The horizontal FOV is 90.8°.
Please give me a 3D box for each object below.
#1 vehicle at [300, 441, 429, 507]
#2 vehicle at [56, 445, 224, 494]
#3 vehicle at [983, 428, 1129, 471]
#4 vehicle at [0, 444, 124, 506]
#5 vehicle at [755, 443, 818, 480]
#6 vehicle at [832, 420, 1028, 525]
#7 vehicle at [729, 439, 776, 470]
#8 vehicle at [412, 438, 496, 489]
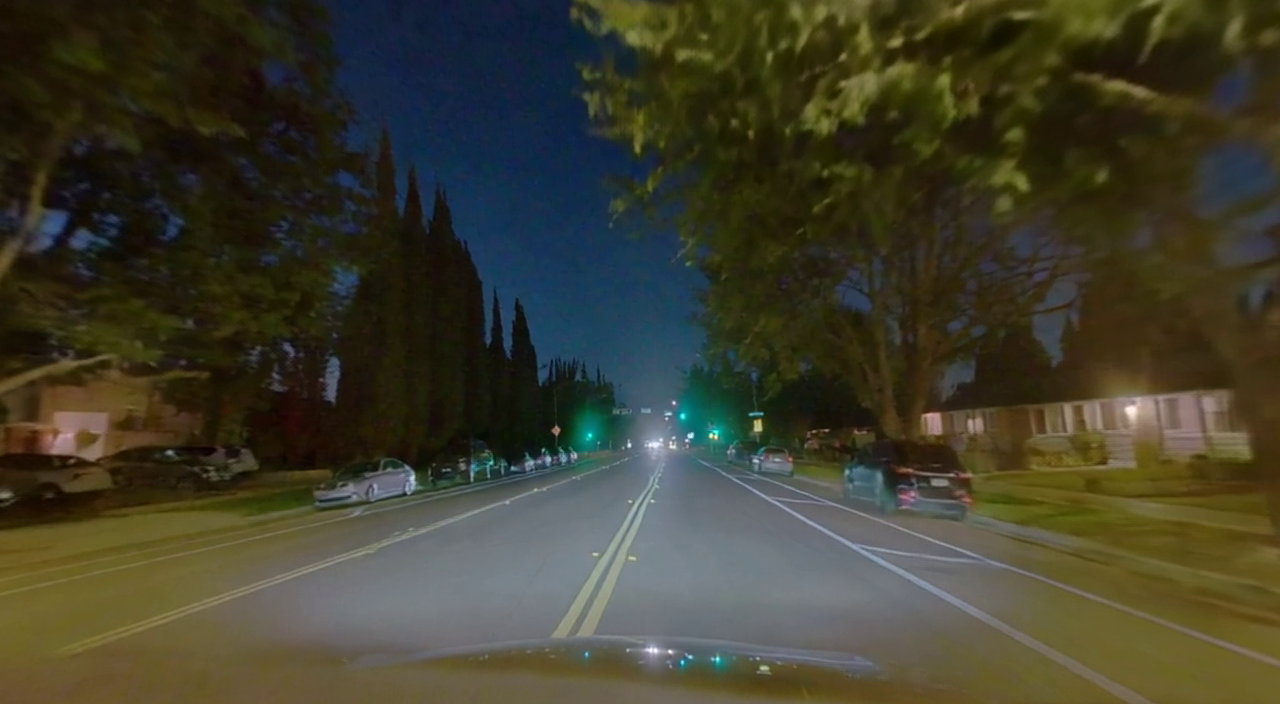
[{"bbox_3d":[-8.950,4.011,21.076,2.117,1.865,4.570,-2,-10,2],"label":"vehicle"},{"bbox_3d":[-17.339,4.068,22.055,4.206,1.578,1.913,0,-8,1],"label":"vehicle"},{"bbox_3d":[15.401,3.641,23.613,3.966,1.500,1.998,-1,-8,4],"label":"vehicle"},{"bbox_3d":[-17.449,3.482,17.765,4.282,1.559,1.929,-3,-10,4],"label":"vehicle"},{"bbox_3d":[6.452,4.866,28.364,1.908,1.477,4.920,0,-8,3],"label":"vehicle"},{"bbox_3d":[5.993,2.540,13.887,2.215,1.886,4.577,0,-8,2],"label":"vehicle"},{"bbox_3d":[6.511,5.987,37.173,2.155,1.668,4.425,0,-8,3],"label":"vehicle"},{"bbox_3d":[-8.541,5.120,29.513,2.225,2.037,5.158,-4,-8,2],"label":"vehicle"}]
